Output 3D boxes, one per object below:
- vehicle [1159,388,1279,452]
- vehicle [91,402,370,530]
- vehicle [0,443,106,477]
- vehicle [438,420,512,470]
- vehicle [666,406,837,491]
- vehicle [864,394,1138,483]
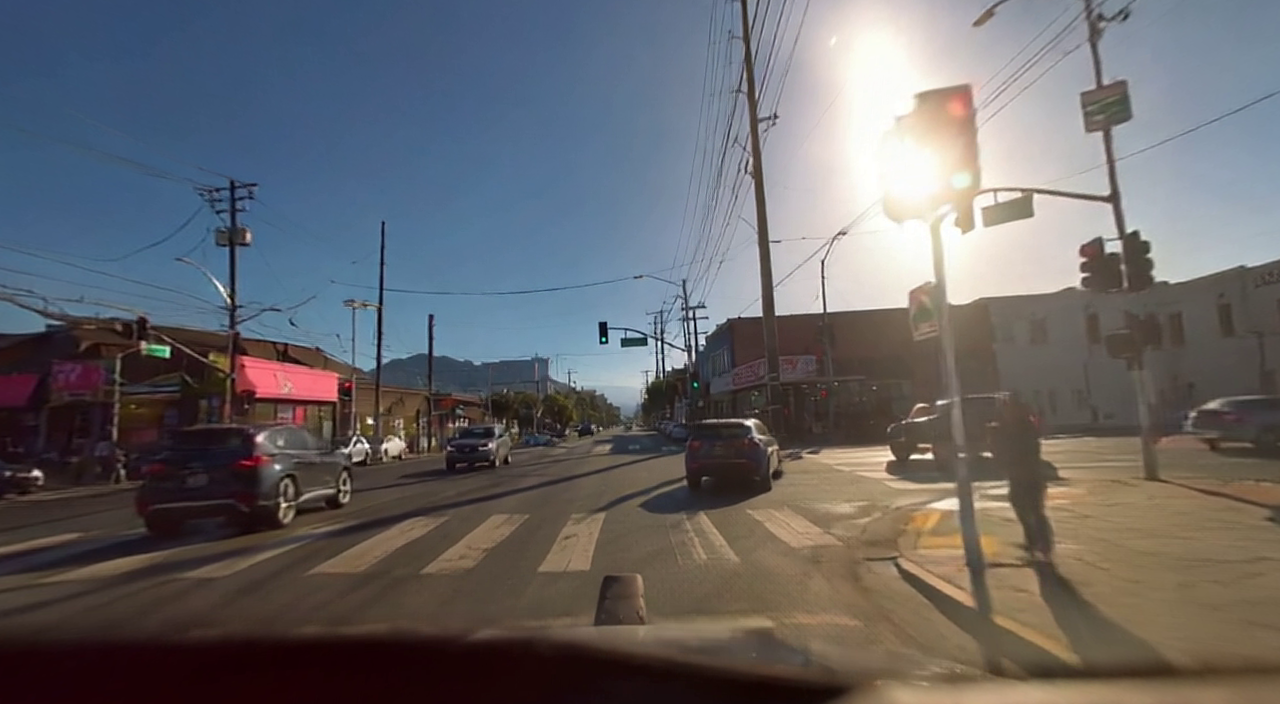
[{"bbox_3d":[18.884,2.030,19.228,4.478,1.749,2.161,-1,-7,-9],"label":"vehicle"},{"bbox_3d":[-6.573,1.848,10.896,2.063,1.751,4.229,0,-7,-2],"label":"vehicle"},{"bbox_3d":[-34.664,6.326,37.287,4.492,1.880,1.879,0,-7,-1],"label":"vehicle"},{"bbox_3d":[-5.513,3.034,20.999,2.097,1.457,4.439,2,-8,-16],"label":"vehicle"},{"bbox_3d":[2.552,1.955,13.616,2.059,1.497,4.260,-5,-7,33],"label":"vehicle"},{"bbox_3d":[7.479,1.766,13.351,4.714,1.686,1.973,1,-6,-8],"label":"vehicle"}]
